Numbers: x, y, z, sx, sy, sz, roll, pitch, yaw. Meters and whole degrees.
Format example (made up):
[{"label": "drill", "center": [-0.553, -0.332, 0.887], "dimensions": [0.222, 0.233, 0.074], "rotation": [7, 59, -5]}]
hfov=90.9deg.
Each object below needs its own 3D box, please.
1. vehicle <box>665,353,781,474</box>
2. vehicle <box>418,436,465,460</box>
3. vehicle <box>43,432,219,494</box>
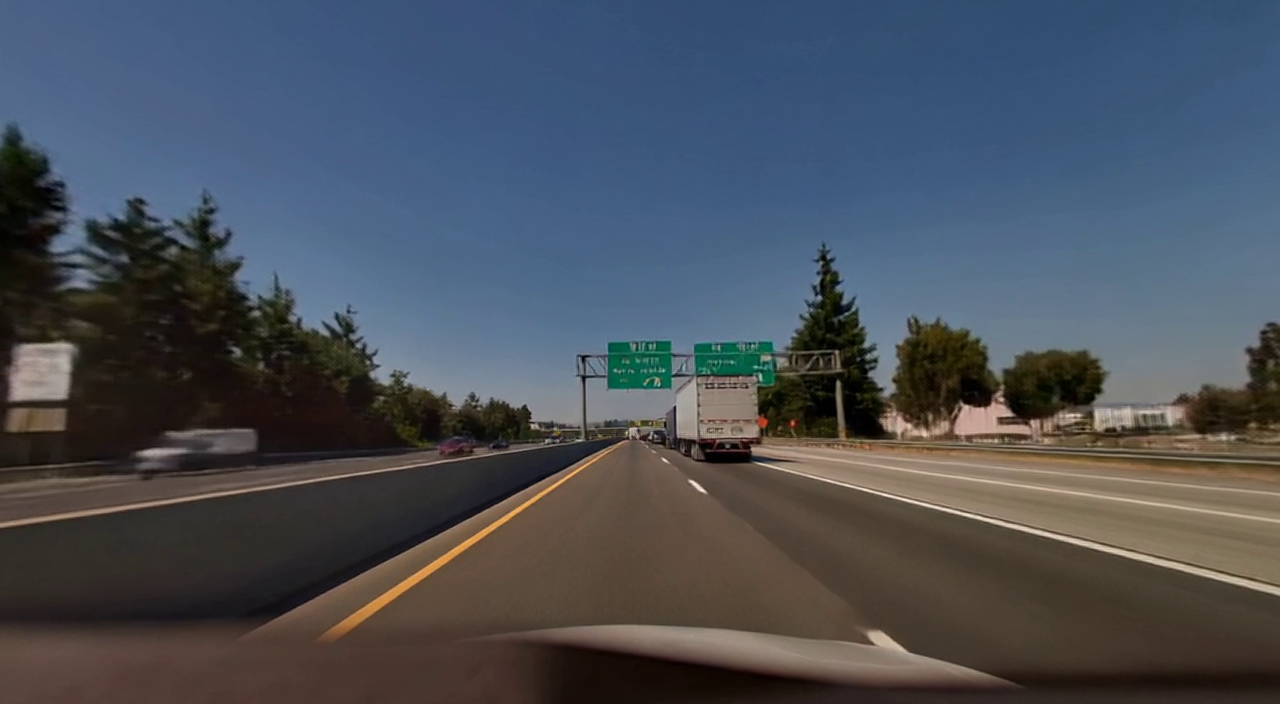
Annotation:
[{"label": "vehicle", "center": [2.996, 2.876, 27.546], "dimensions": [2.954, 3.995, 13.335], "rotation": [0, -7, -1]}, {"label": "vehicle", "center": [-13.700, 6.609, 43.727], "dimensions": [1.896, 1.577, 4.074], "rotation": [0, -7, 0]}, {"label": "vehicle", "center": [-17.673, 3.816, 22.340], "dimensions": [2.031, 1.922, 5.065], "rotation": [0, -7, -1]}]
